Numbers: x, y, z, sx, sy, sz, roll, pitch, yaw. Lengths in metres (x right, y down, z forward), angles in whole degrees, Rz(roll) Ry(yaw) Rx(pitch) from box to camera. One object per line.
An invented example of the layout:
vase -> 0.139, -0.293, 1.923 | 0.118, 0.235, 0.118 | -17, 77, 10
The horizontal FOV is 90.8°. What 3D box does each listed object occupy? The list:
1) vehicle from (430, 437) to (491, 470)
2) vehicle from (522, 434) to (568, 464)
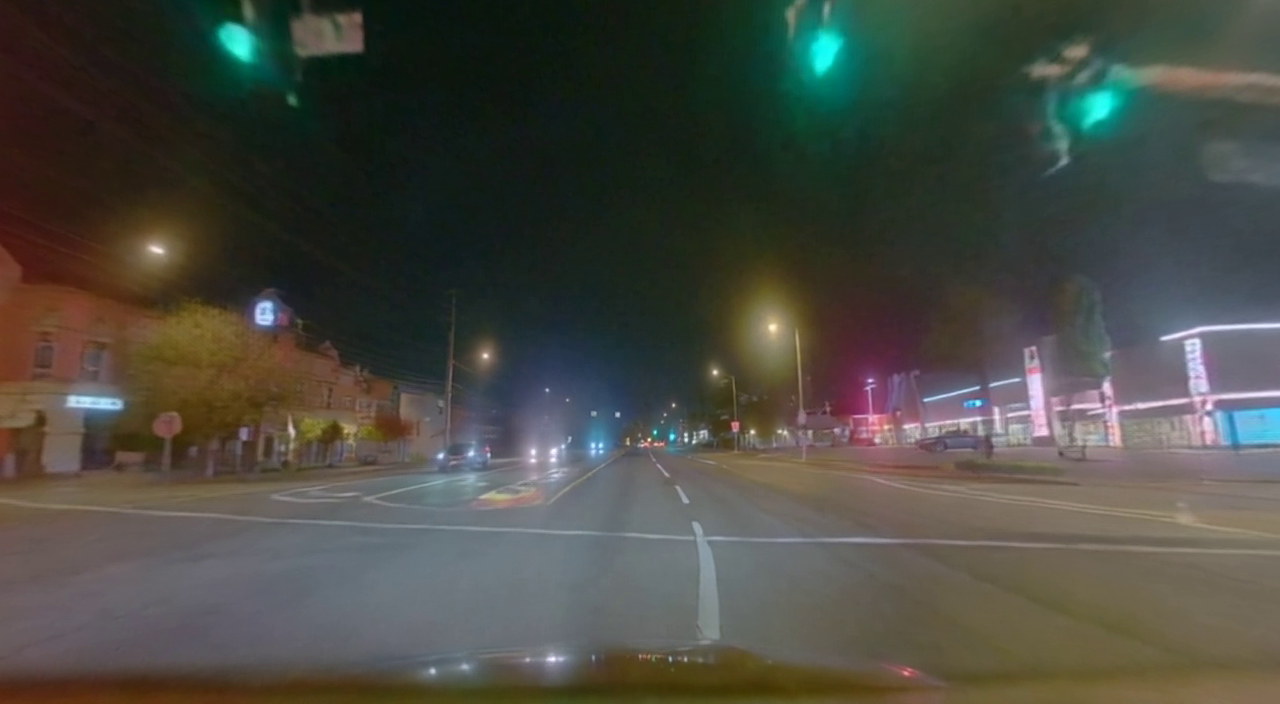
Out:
vehicle -> -9.748, 5.524, 34.655 | 1.954, 1.694, 4.310 | -1, -8, 2
vehicle -> -5.828, 6.040, 39.385 | 2.129, 1.748, 4.555 | -1, -8, 1
